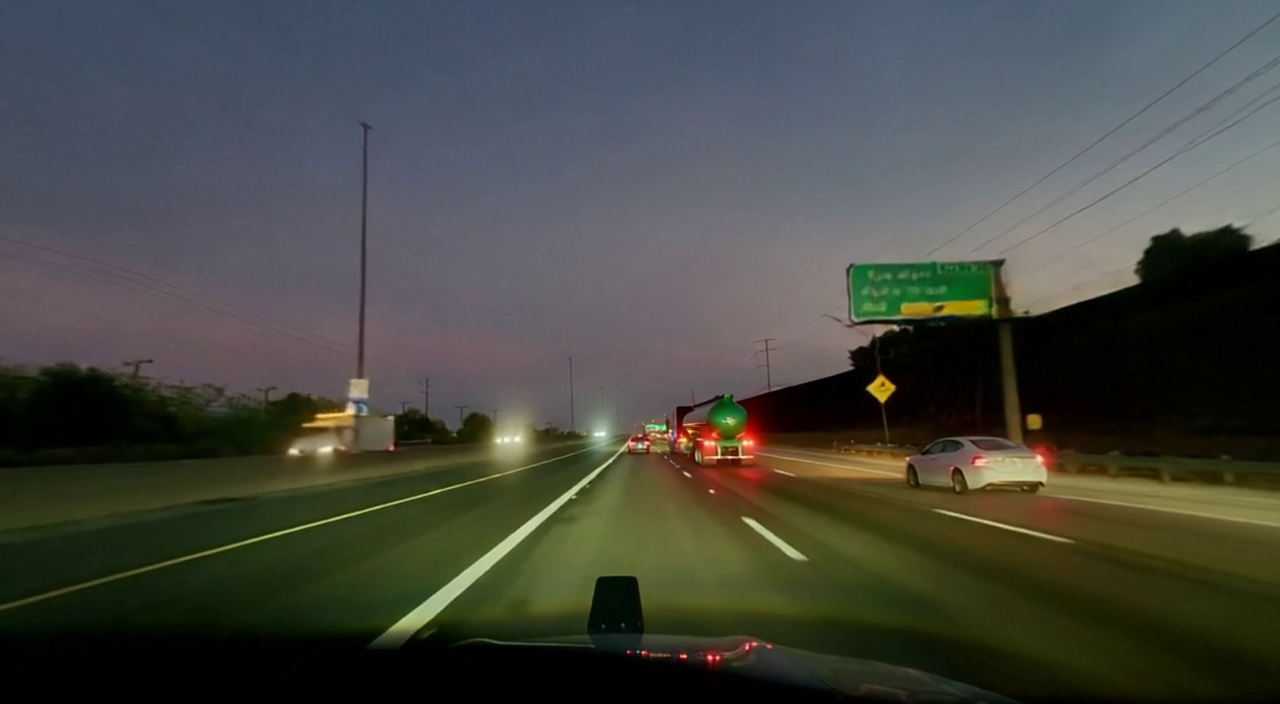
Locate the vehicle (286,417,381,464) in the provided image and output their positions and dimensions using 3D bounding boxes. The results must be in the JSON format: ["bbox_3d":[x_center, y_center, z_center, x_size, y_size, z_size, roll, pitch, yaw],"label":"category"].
[{"bbox_3d":[-17.904,5.263,37.301,2.410,2.513,6.257,0,-8,1],"label":"vehicle"}]

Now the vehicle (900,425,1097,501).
[{"bbox_3d":[8.015,2.532,14.767,1.905,1.480,4.624,0,-8,0],"label":"vehicle"}]

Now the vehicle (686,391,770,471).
[{"bbox_3d":[3.839,3.755,29.394,2.791,3.179,8.074,0,-8,0],"label":"vehicle"}]
